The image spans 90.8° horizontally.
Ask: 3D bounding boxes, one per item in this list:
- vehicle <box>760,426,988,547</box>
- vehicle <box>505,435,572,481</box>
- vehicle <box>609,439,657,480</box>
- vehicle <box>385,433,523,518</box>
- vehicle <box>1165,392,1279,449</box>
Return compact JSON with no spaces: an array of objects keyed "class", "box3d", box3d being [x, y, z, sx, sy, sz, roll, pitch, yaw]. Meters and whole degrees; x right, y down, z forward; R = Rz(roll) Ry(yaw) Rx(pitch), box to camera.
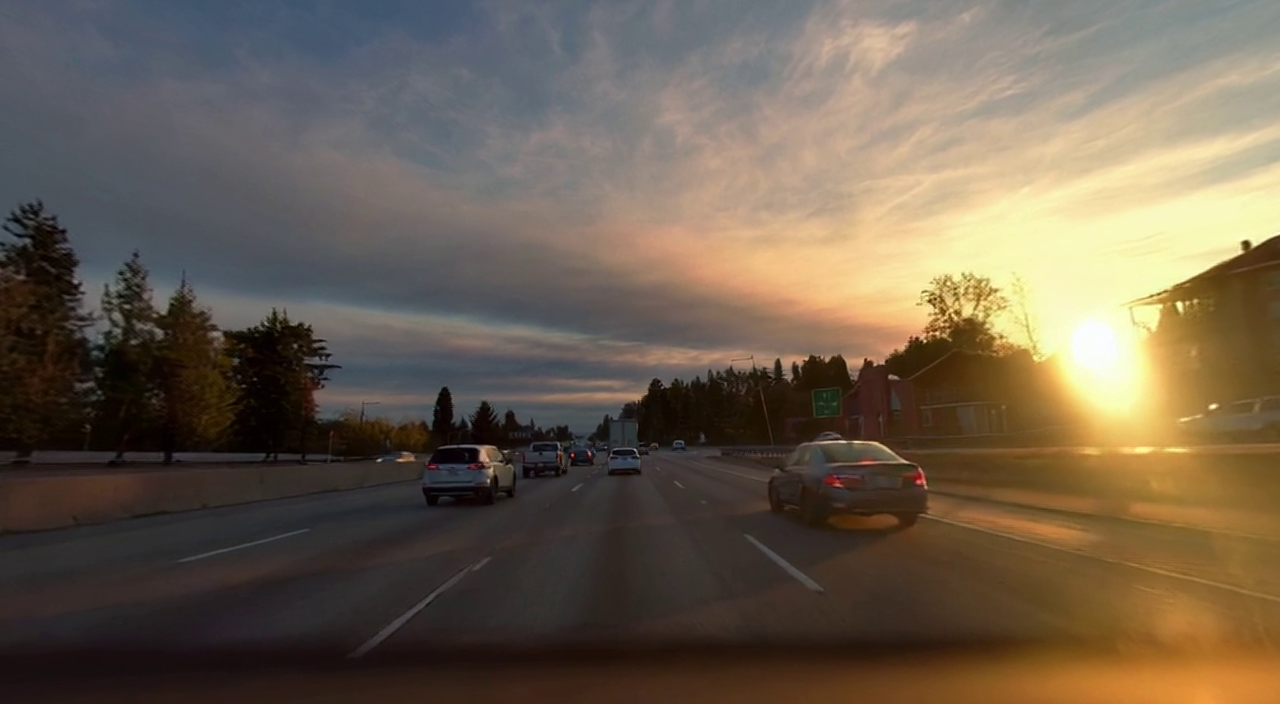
[{"class":"vehicle","box3d":[3.469,2.084,10.436,2.027,1.554,4.252,0,-9,-1]},{"class":"vehicle","box3d":[-4.577,4.917,29.559,2.301,1.944,5.482,0,-9,-1]},{"class":"vehicle","box3d":[-0.338,4.892,28.997,2.063,1.703,4.203,0,-9,-1]},{"class":"vehicle","box3d":[-4.080,2.776,14.639,1.988,1.668,4.021,0,-9,0]},{"class":"vehicle","box3d":[20.031,2.265,20.392,2.048,1.674,4.106,3,-9,-18]}]
